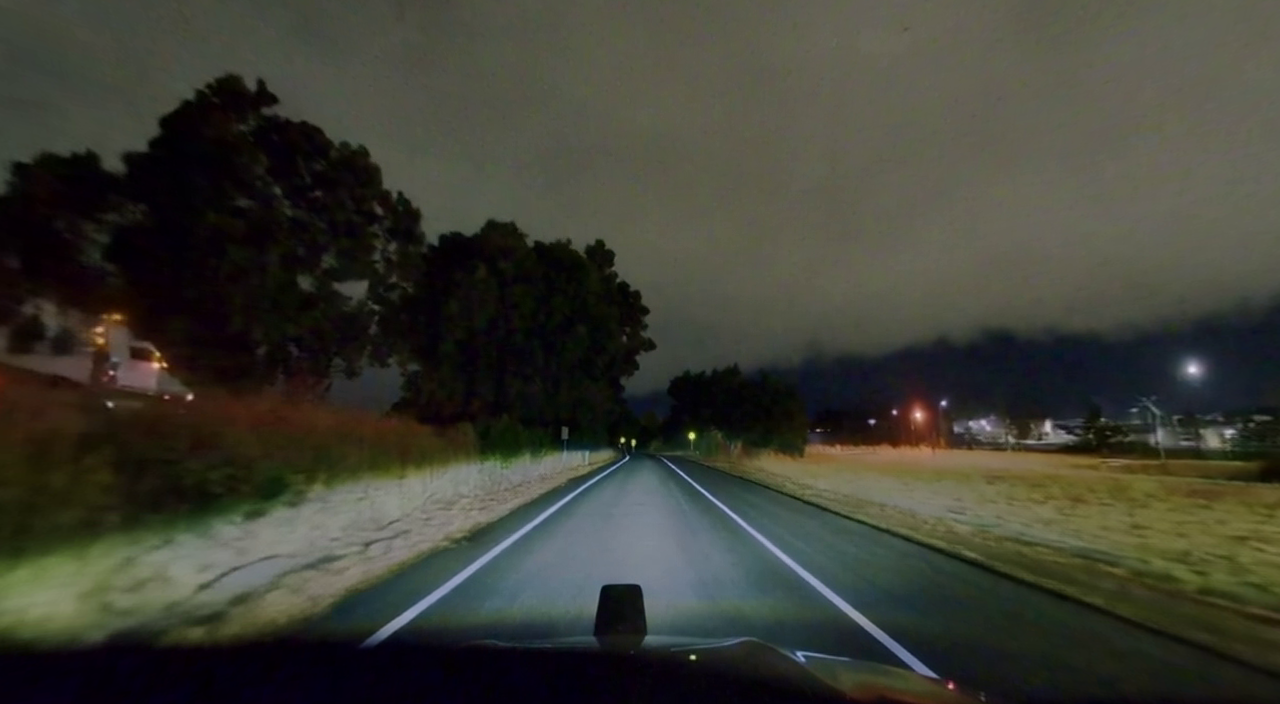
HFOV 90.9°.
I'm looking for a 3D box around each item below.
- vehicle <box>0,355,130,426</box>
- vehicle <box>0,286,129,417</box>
[{"bbox_3d":[-19.725,1.295,20.018,2.339,1.956,5.312,-1,-8,4],"label":"vehicle"},{"bbox_3d":[-24.054,-0.730,18.613,3.314,4.163,16.558,-1,-10,3],"label":"vehicle"}]
